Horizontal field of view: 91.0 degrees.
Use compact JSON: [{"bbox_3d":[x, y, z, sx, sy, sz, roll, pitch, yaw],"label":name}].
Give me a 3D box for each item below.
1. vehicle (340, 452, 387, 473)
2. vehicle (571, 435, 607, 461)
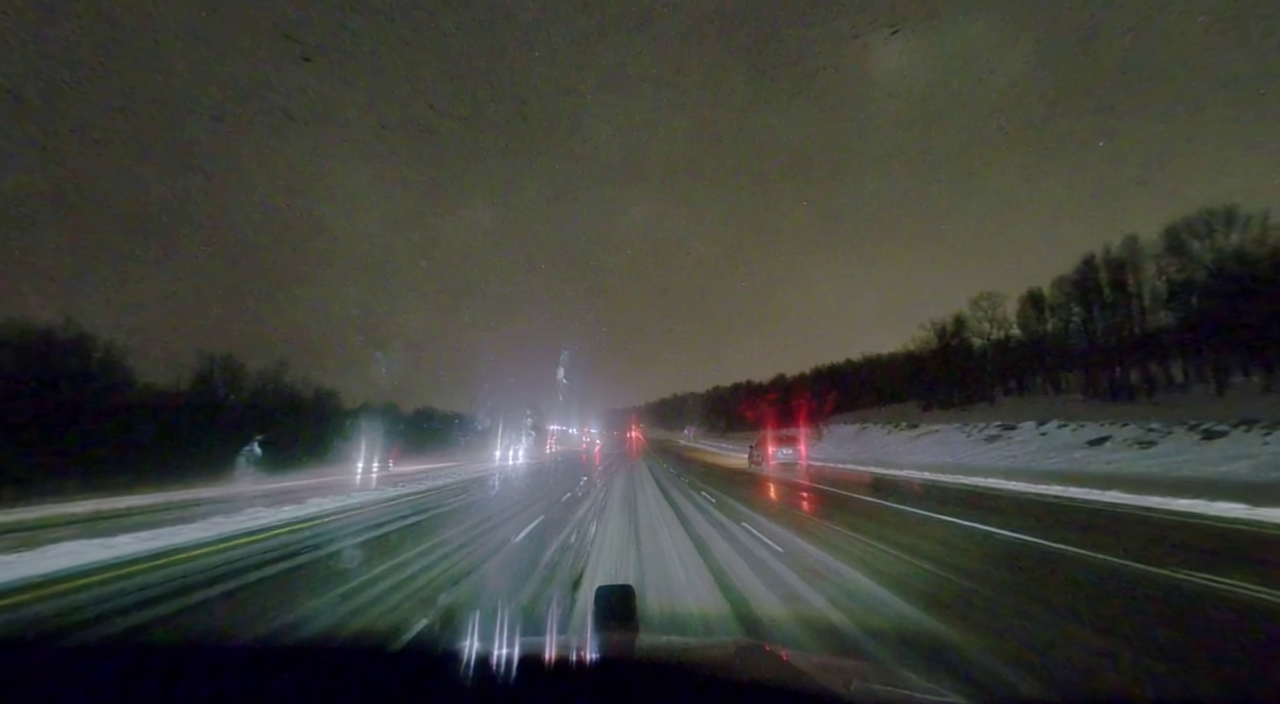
[{"bbox_3d":[-20.258,8.121,46.230,1.674,1.371,3.887,-1,-8,0],"label":"vehicle"},{"bbox_3d":[-3.631,6.917,45.459,2.241,1.773,4.482,0,-8,-1],"label":"vehicle"}]
